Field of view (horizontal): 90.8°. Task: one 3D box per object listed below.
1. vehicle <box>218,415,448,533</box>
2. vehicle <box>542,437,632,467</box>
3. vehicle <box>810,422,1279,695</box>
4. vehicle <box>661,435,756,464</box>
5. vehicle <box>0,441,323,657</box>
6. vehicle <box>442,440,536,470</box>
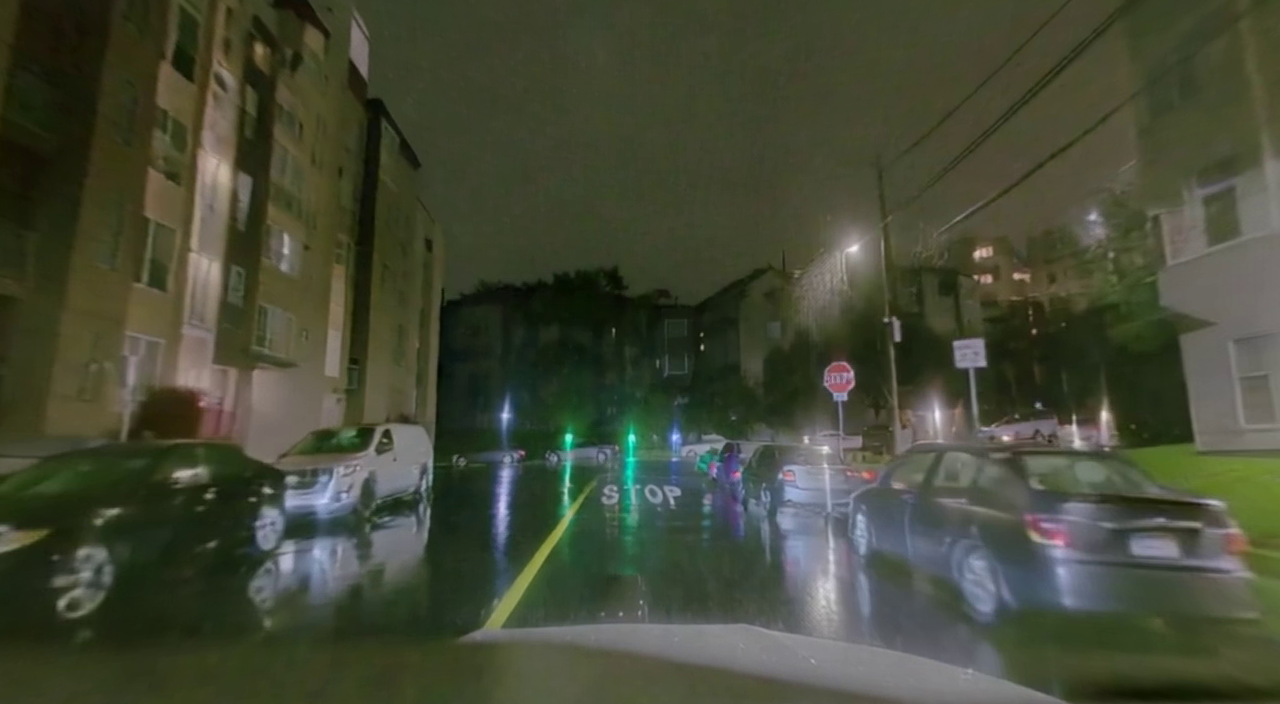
[{"bbox_3d":[-5.948,2.446,13.443,2.208,1.903,6.040,0,-8,-4],"label":"vehicle"},{"bbox_3d":[-2.697,5.173,32.684,4.489,1.470,1.776,1,-8,-4],"label":"vehicle"},{"bbox_3d":[3.200,1.466,5.749,1.919,1.490,4.339,0,-8,-3],"label":"vehicle"},{"bbox_3d":[3.493,5.066,32.916,4.681,1.480,1.817,0,-9,-3],"label":"vehicle"},{"bbox_3d":[-5.581,1.722,6.740,2.129,1.505,4.510,0,-8,-1],"label":"vehicle"},{"bbox_3d":[-7.633,5.259,32.352,4.423,1.449,1.813,1,-9,-5],"label":"vehicle"}]
